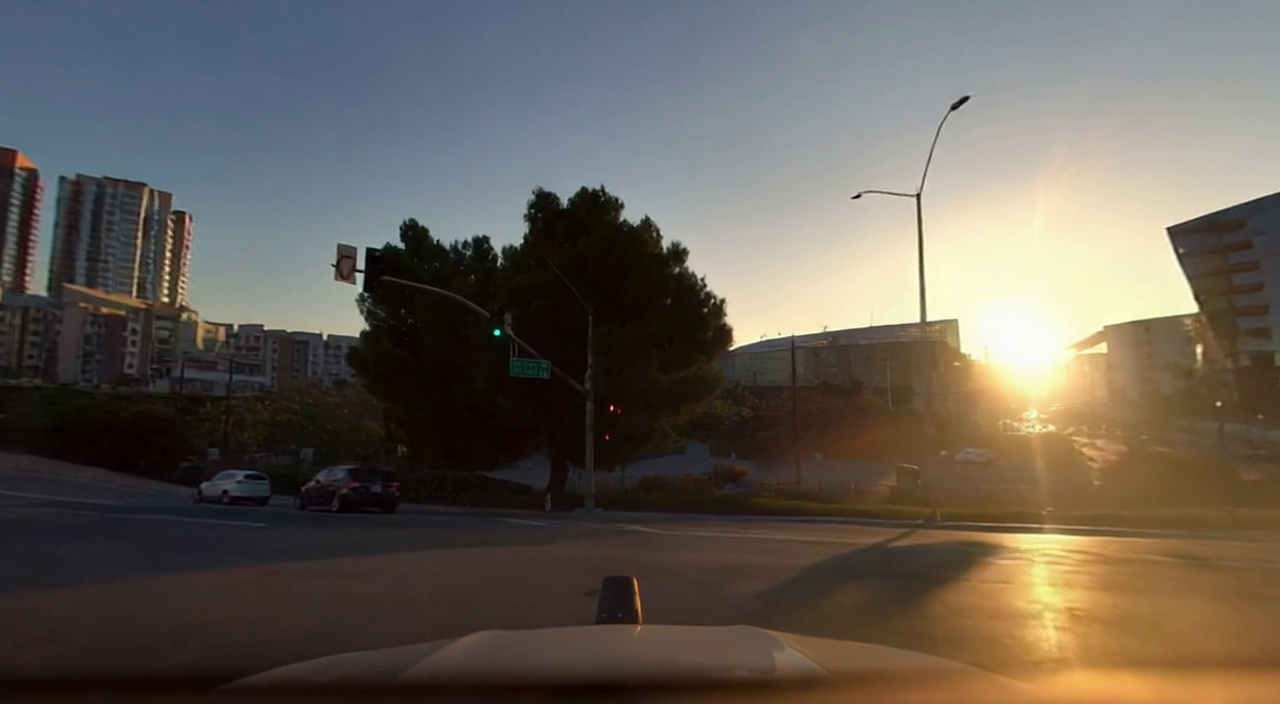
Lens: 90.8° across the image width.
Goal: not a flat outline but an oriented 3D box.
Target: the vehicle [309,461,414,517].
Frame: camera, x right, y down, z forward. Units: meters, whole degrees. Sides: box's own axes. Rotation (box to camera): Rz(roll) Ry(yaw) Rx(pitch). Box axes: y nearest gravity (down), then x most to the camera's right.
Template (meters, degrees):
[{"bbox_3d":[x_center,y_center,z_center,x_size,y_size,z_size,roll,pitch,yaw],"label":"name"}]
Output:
[{"bbox_3d":[-9.357,4.482,21.073,2.048,1.516,3.874,7,-11,-40],"label":"vehicle"}]

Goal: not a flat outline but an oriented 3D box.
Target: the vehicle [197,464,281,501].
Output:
[{"bbox_3d":[-19.911,6.417,31.354,3.852,1.605,2.007,-6,-10,33],"label":"vehicle"}]
